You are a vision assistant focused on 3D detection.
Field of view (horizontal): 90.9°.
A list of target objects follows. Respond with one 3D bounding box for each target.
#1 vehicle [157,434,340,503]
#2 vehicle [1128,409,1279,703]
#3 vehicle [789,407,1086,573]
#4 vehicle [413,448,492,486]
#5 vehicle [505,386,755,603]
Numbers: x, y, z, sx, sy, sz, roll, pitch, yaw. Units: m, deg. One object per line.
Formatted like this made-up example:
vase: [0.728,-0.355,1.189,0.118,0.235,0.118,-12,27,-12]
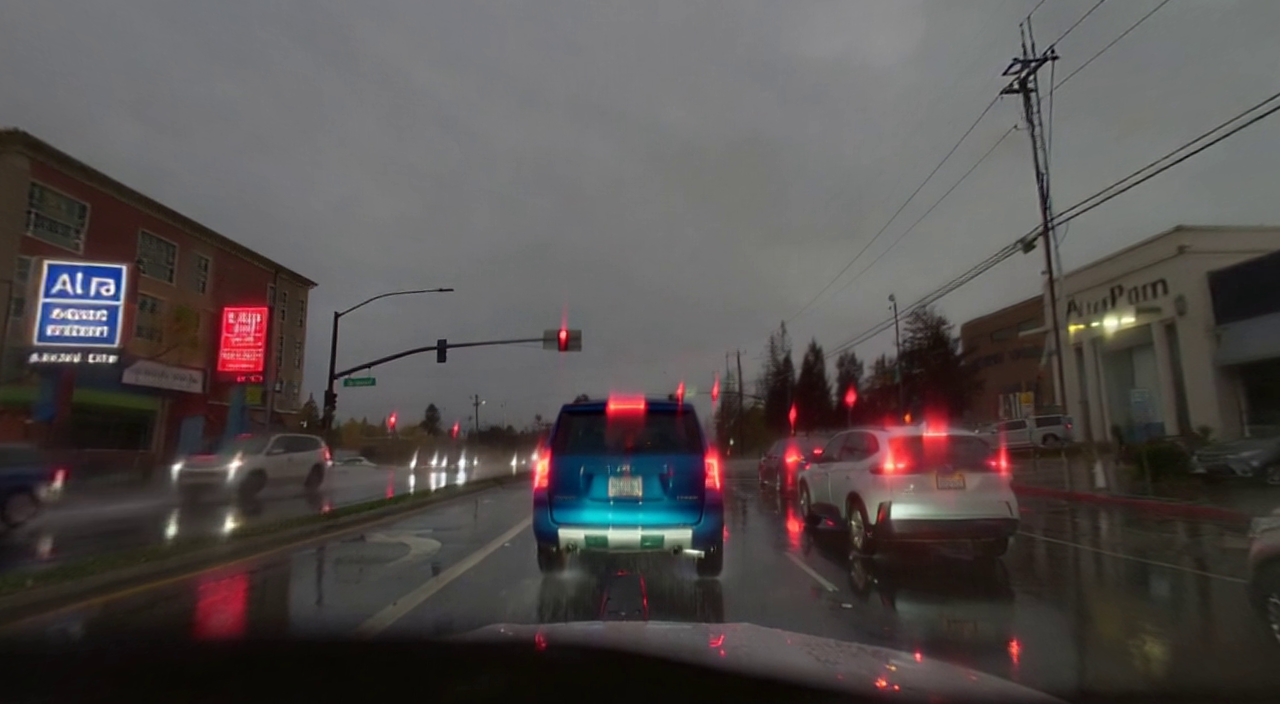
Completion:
vehicle: [-11.804,3.530,19.648,2.224,1.840,5.290,0,-8,1]
vehicle: [3.367,0.732,0.816,1.884,1.484,4.609,0,-8,2]
vehicle: [3.624,1.760,8.807,2.036,1.719,4.318,0,-8,0]
vehicle: [-7.992,4.898,27.279,1.930,1.484,4.252,0,-8,3]
vehicle: [-0.004,1.541,7.679,2.154,1.861,4.280,0,-8,2]
